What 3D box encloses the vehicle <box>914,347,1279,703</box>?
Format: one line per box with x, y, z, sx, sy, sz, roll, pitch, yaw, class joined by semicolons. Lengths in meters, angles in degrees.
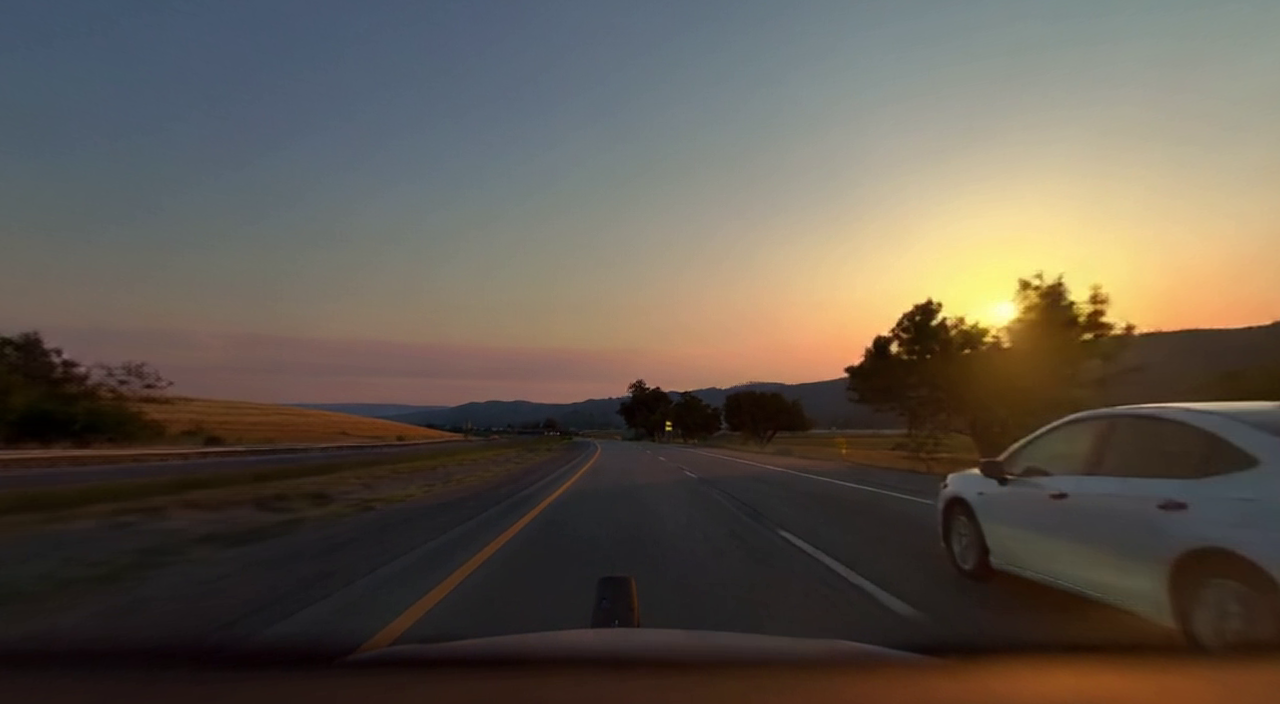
3.670;0.990;3.999;1.941;1.655;4.137;0;-8;-1;vehicle
